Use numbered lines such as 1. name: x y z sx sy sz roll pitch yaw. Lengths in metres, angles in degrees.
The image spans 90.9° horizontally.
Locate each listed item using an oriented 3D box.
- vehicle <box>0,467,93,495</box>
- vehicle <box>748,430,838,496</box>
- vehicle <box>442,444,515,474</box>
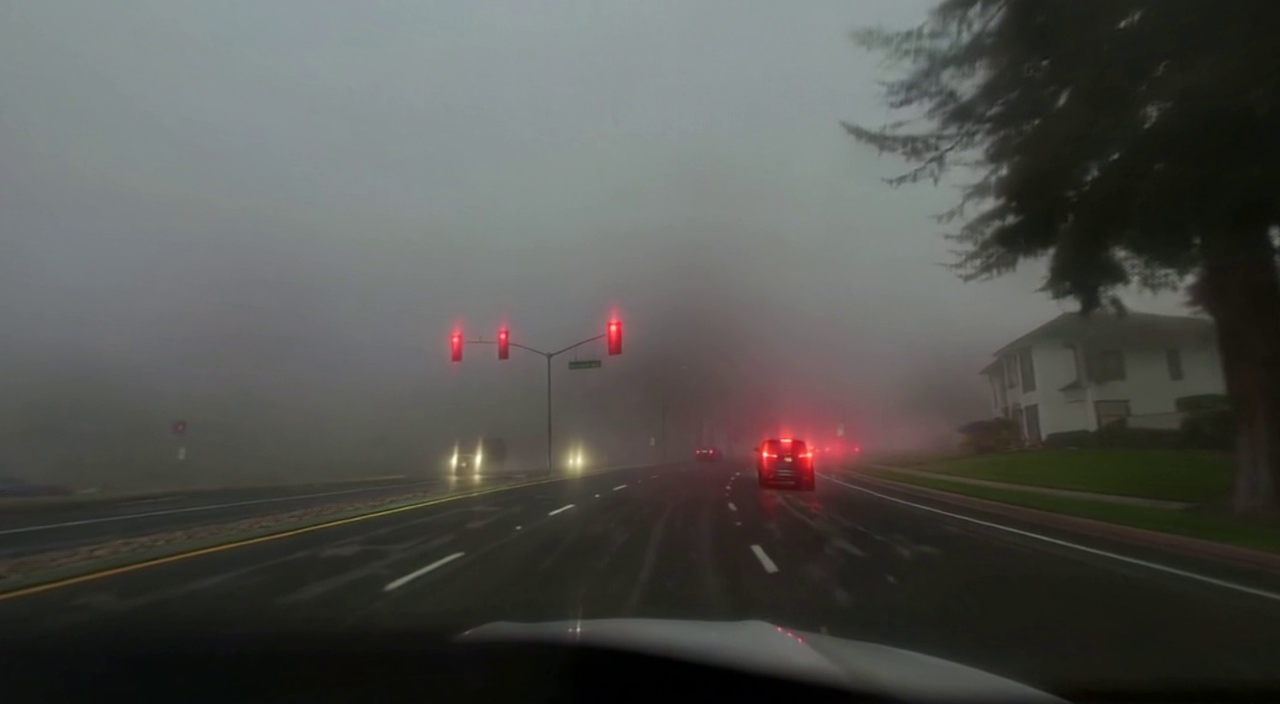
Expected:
1. vehicle: -34.493 7.372 36.202 4.283 1.478 2.003 0 -8 2
2. vehicle: 4.740 3.505 20.301 2.141 1.833 4.704 -1 -8 6
3. vehicle: -11.353 7.585 45.019 2.555 2.009 6.050 -2 -9 12
